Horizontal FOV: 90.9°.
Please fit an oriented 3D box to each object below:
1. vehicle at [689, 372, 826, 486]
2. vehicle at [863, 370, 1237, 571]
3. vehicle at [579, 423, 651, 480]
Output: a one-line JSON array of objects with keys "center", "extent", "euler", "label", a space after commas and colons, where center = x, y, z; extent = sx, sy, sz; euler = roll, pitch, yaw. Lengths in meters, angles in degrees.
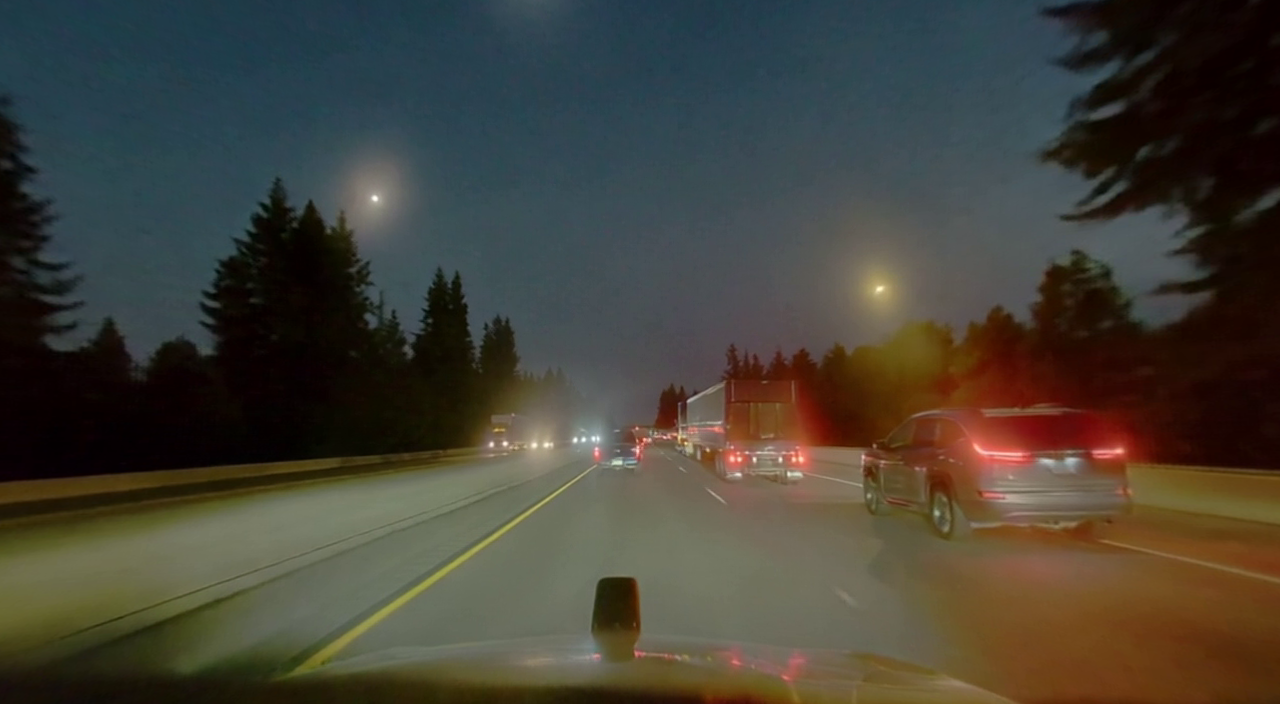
[{"center": [3.448, 2.597, 21.064], "extent": [2.723, 3.027, 8.478], "euler": [0, -8, -1], "label": "vehicle"}, {"center": [4.626, 1.381, 8.037], "extent": [2.011, 1.905, 3.905], "euler": [0, -8, -2], "label": "vehicle"}, {"center": [-0.742, 3.185, 20.567], "extent": [2.082, 1.638, 4.055], "euler": [0, -8, 0], "label": "vehicle"}]
